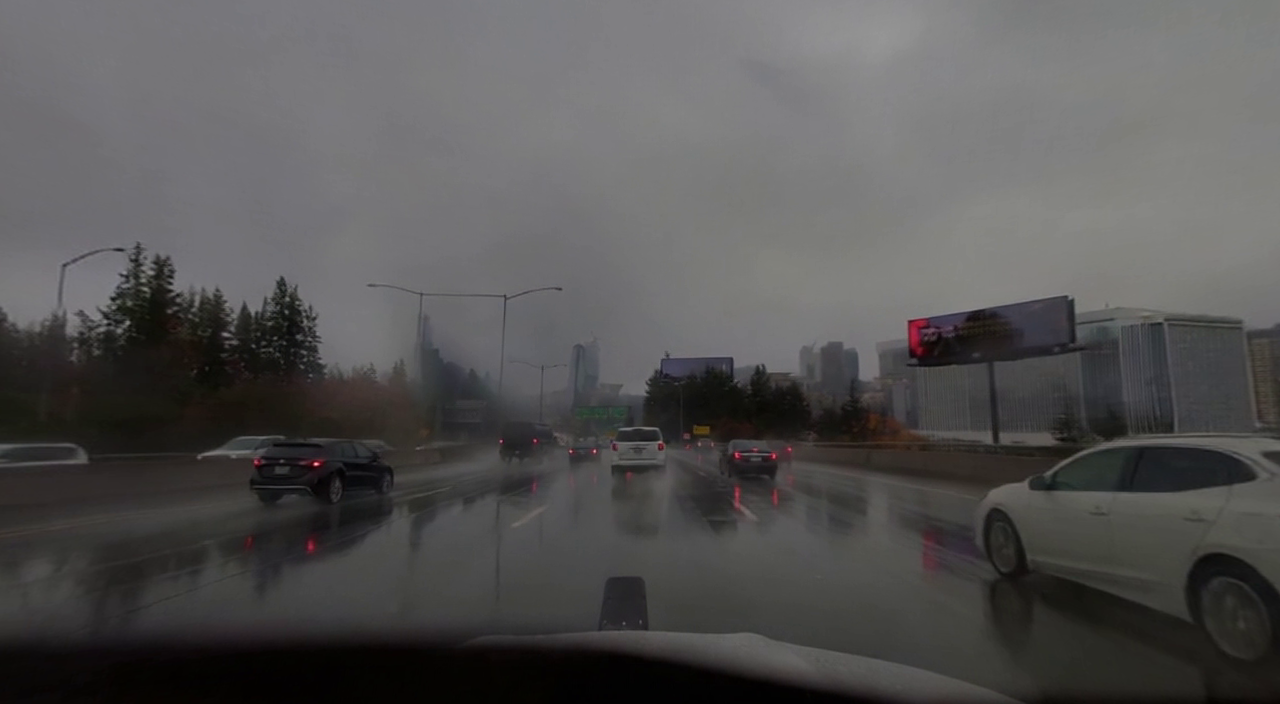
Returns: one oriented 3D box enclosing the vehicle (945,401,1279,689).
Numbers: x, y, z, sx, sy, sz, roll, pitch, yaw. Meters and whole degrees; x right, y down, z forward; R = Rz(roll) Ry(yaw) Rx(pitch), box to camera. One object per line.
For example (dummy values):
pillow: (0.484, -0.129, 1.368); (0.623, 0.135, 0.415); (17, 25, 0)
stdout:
vehicle: (4.280, 1.181, 4.489); (1.915, 1.482, 4.537); (0, -8, 0)

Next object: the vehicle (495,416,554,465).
vehicle: (-7.077, 5.569, 39.647); (2.358, 2.817, 7.055); (0, -8, 0)

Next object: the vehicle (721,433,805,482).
vehicle: (4.029, 3.536, 21.486); (1.942, 1.487, 4.518); (0, -8, 0)

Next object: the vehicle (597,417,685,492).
vehicle: (0.060, 2.926, 18.243); (2.209, 1.863, 4.626); (0, -8, 1)

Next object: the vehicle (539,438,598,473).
vehicle: (-3.258, 4.792, 29.542); (2.079, 1.499, 4.512); (0, -8, 2)

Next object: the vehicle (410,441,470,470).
vehicle: (-10.930, 5.674, 34.758); (1.923, 1.480, 3.905); (0, -8, 1)

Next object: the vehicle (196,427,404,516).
vehicle: (-7.148, 2.542, 13.952); (2.021, 1.632, 4.417); (0, -8, 2)

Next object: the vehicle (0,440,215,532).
vehicle: (-10.960, 2.470, 12.373); (1.970, 1.441, 4.555); (0, -8, 1)
